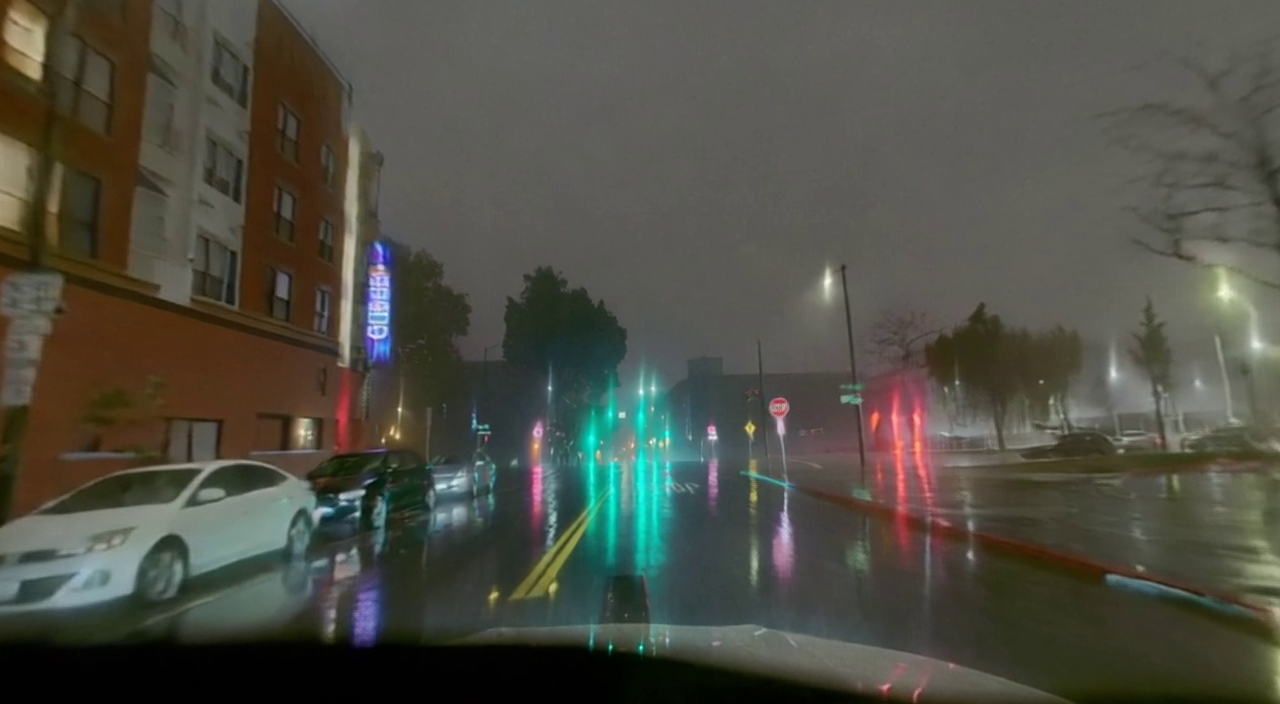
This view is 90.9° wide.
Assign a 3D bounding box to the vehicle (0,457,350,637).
[{"bbox_3d":[-5.672,2.036,7.644,2.131,1.407,4.547,0,-8,0],"label":"vehicle"}]

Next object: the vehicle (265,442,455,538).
[{"bbox_3d":[-5.546,2.737,13.282,1.901,1.631,4.570,0,-8,0],"label":"vehicle"}]
